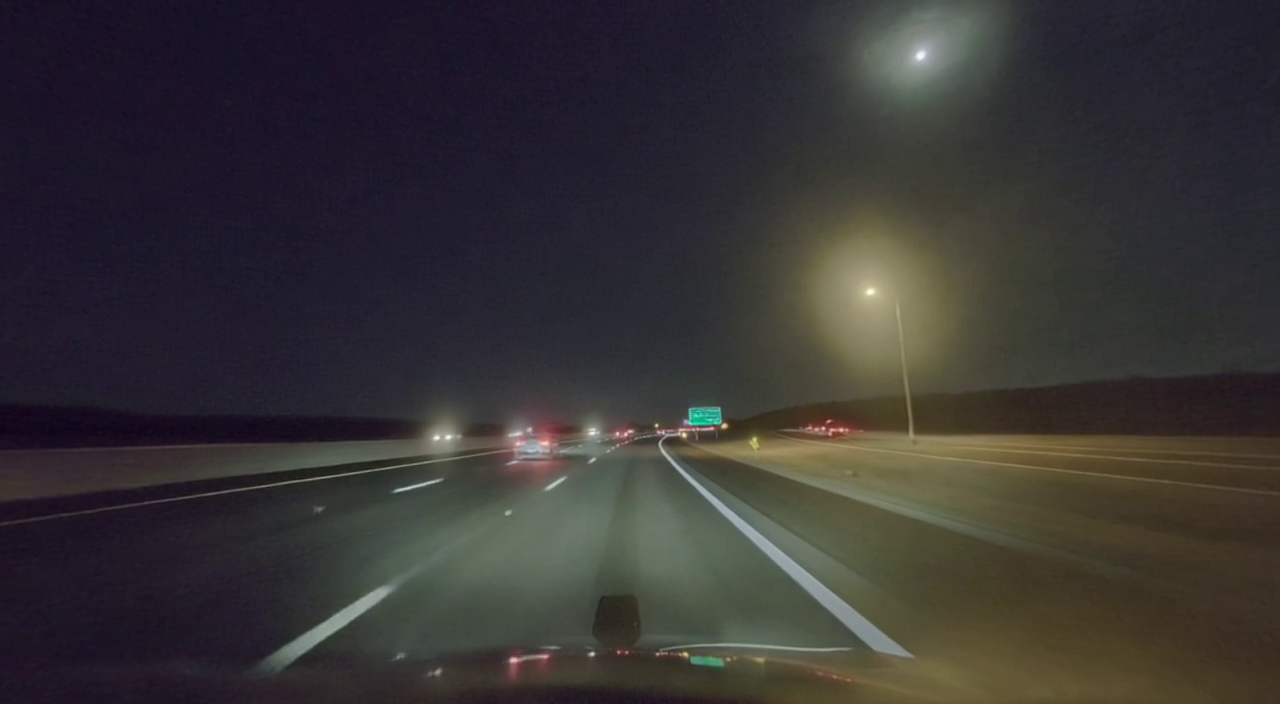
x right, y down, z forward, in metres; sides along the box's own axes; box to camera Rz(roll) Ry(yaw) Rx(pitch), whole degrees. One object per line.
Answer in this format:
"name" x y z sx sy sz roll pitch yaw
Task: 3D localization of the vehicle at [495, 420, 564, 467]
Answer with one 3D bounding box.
"vehicle" -4.401 3.722 25.711 1.980 1.721 4.419 0 -8 0
